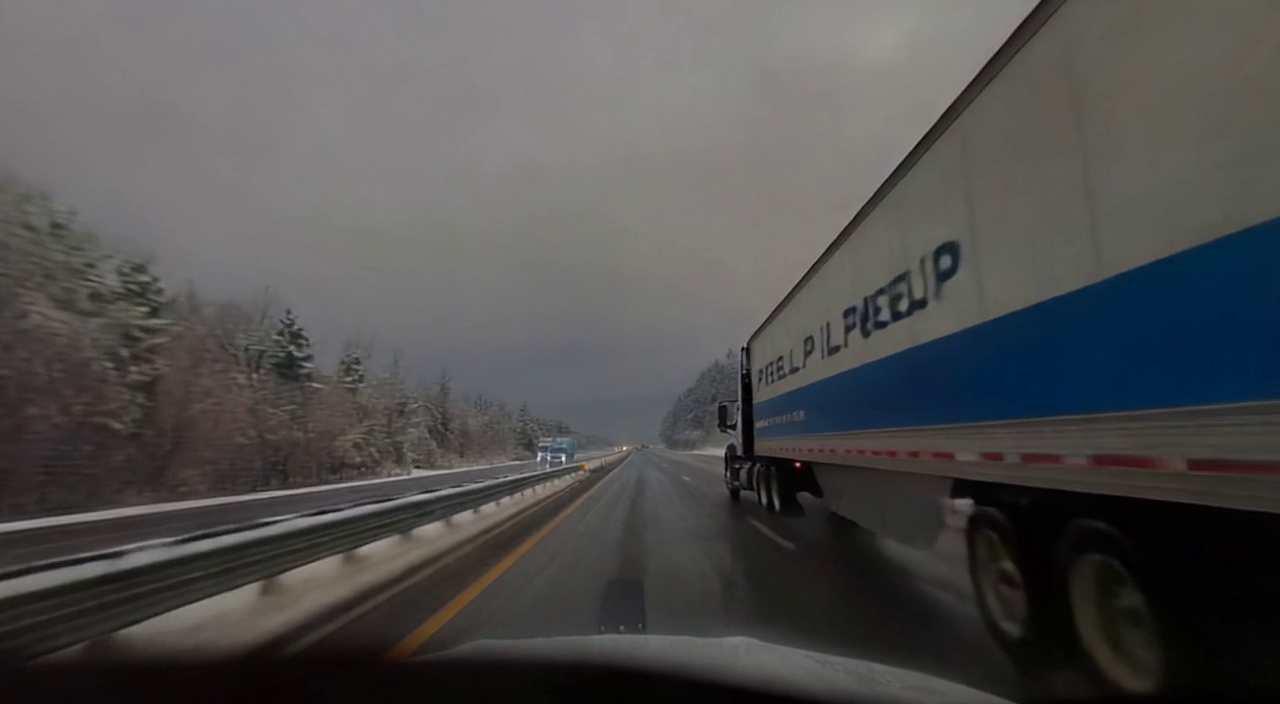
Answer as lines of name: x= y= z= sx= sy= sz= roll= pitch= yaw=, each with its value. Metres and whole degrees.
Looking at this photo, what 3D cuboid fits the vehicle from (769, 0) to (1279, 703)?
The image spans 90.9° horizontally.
vehicle: x=3.989 y=0.200 z=5.228 sx=3.341 sy=4.269 sz=12.252 roll=0 pitch=-9 yaw=0
